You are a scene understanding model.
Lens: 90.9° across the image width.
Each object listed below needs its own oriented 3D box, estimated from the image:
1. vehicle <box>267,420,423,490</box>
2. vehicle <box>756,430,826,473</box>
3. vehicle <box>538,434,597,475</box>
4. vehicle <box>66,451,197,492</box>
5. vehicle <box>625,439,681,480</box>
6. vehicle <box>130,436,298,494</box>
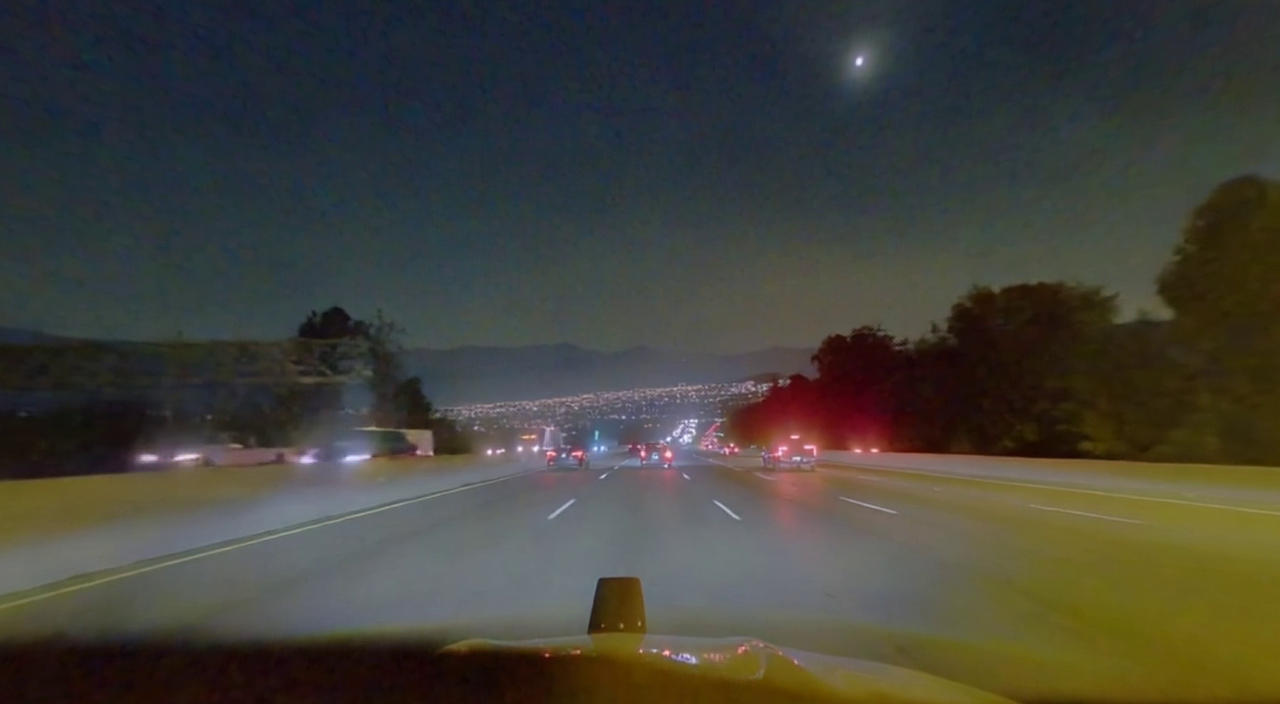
[{"bbox_3d":[-9.078,3.236,20.157,2.251,1.900,5.551,0,-8,0],"label":"vehicle"},{"bbox_3d":[7.235,4.842,30.824,2.094,1.916,5.099,0,-8,0],"label":"vehicle"},{"bbox_3d":[-3.279,4.733,29.377,2.140,1.720,4.410,0,-8,1],"label":"vehicle"},{"bbox_3d":[-22.787,5.328,28.560,1.982,1.657,4.761,0,-8,0],"label":"vehicle"},{"bbox_3d":[0.487,4.273,25.305,2.071,1.464,4.162,0,-8,0],"label":"vehicle"},{"bbox_3d":[-15.596,4.138,23.661,2.186,1.863,5.744,0,-8,1],"label":"vehicle"}]
